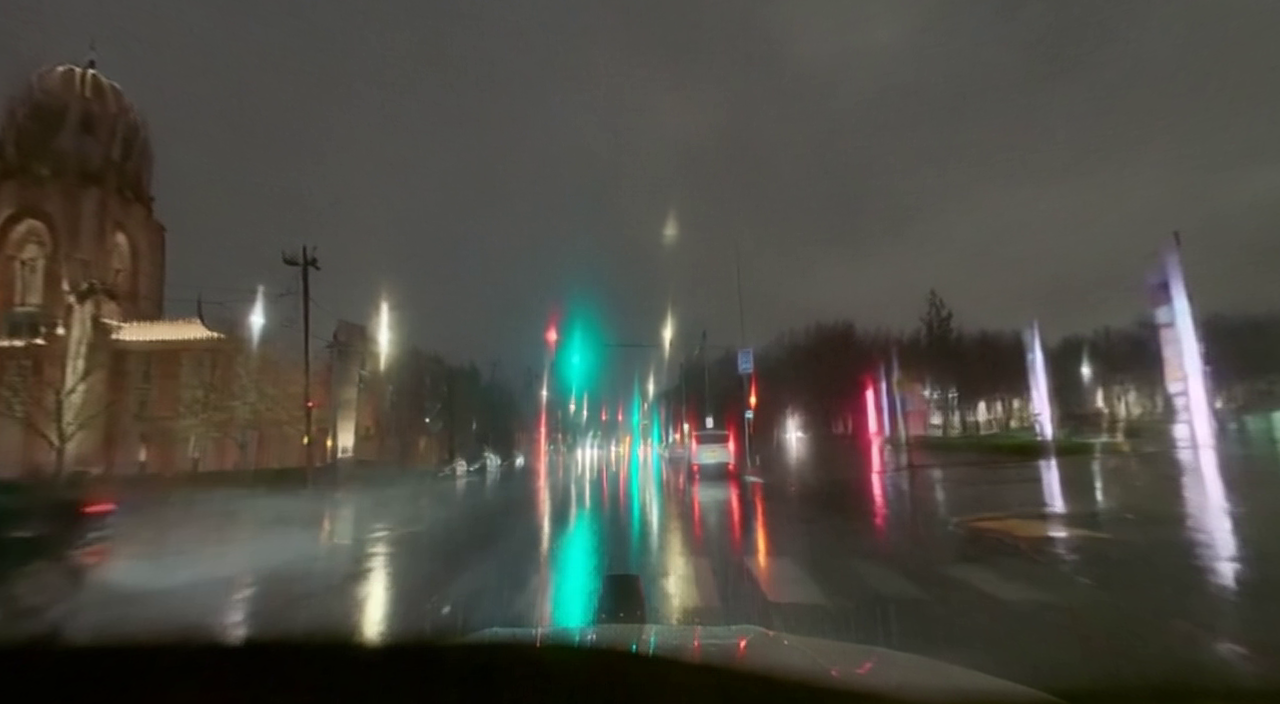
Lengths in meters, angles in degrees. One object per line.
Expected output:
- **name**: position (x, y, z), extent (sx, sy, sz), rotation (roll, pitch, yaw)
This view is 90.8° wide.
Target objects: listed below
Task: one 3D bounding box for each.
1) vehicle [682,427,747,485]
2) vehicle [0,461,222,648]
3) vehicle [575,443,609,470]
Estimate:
- **vehicle**: position (2.796, 4.067, 24.961), extent (2.074, 2.041, 5.045), rotation (-1, -9, 1)
- **vehicle**: position (-6.328, 1.677, 5.092), extent (1.881, 1.476, 4.620), rotation (-4, -9, 20)
- **vehicle**: position (-3.668, 8.057, 48.994), extent (2.293, 1.936, 4.737), rotation (0, -9, -1)
